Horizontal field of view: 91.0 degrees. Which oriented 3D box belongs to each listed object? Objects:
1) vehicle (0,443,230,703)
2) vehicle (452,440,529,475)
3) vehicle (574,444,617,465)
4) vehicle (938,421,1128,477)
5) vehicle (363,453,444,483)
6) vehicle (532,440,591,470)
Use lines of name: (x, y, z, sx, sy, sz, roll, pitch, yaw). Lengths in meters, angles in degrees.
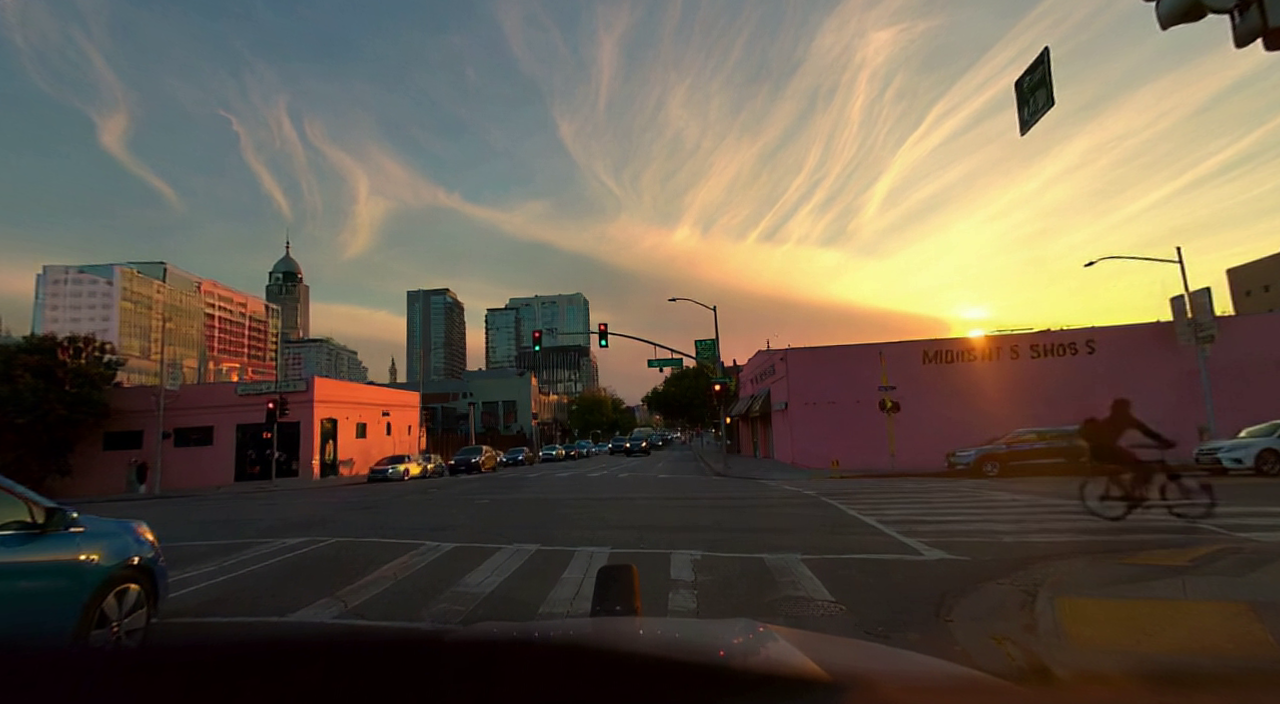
vehicle: (-3.721, 0.978, 2.151, 1.759, 1.325, 4.295, 0, -9, 0)
vehicle: (-8.407, 5.978, 36.071, 2.152, 1.825, 5.406, -2, -9, 12)
vehicle: (-3.048, 7.171, 44.067, 1.743, 1.362, 4.350, -2, -9, 14)
vehicle: (11.569, 2.889, 18.801, 4.355, 1.546, 1.820, -1, -9, 6)
vehicle: (-12.593, 6.171, 33.880, 1.976, 1.425, 4.567, -1, -9, 9)
vehicle: (-4.500, 5.988, 36.863, 1.928, 1.647, 4.575, -2, -9, 13)
